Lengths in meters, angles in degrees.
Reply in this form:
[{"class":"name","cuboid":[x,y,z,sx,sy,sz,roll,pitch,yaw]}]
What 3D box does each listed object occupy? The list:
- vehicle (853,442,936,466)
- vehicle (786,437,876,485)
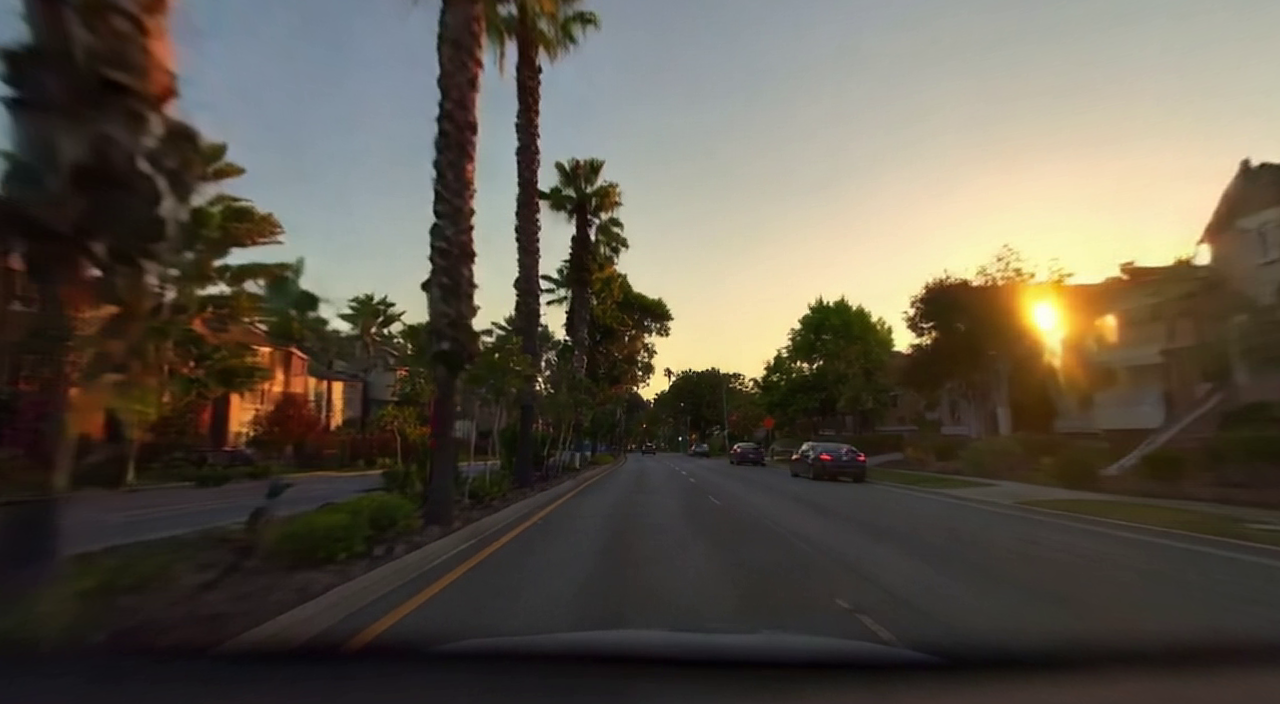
[{"class":"vehicle","cuboid":[16.502,6.623,41.048,4.595,1.490,1.860,0,-8,0]},{"class":"vehicle","cuboid":[7.083,4.082,23.916,2.126,1.639,4.539,0,-9,2]}]
